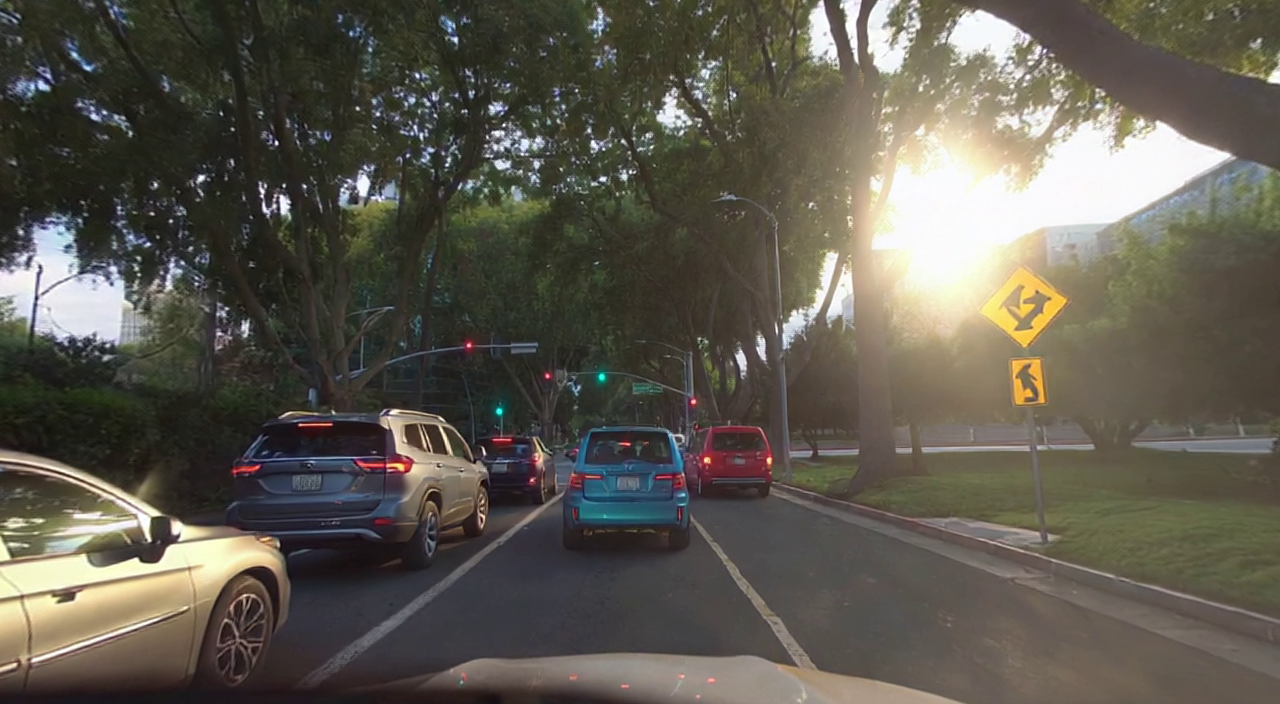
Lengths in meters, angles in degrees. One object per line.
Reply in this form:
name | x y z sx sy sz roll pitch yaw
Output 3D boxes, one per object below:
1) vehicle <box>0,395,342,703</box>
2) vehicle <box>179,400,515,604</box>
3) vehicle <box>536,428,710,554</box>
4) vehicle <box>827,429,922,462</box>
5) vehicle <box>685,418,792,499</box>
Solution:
vehicle | -2.932 0.840 1.627 1.974 1.484 4.716 0 -8 1
vehicle | -2.895 1.574 7.449 1.964 1.712 4.097 0 -8 0
vehicle | -0.251 1.917 9.337 2.025 1.453 3.848 0 -8 -2
vehicle | 11.371 4.560 30.693 3.883 1.534 1.779 0 -8 2
vehicle | 2.446 2.807 16.874 2.059 1.864 4.541 0 -8 -1
